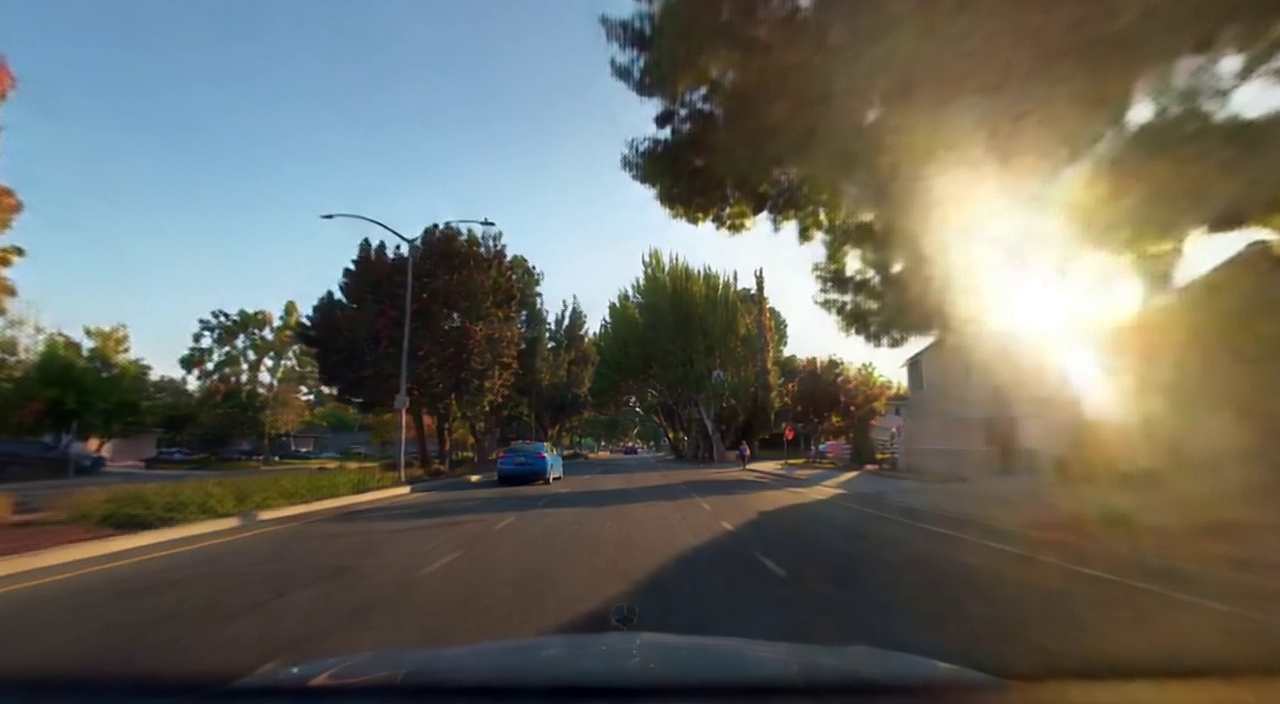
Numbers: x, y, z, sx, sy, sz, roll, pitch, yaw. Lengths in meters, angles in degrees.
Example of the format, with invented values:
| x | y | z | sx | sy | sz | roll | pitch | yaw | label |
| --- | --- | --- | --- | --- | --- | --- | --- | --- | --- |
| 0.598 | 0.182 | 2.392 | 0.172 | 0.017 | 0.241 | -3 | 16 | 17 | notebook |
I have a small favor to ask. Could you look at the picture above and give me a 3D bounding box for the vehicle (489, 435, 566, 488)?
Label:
| x | y | z | sx | sy | sz | roll | pitch | yaw | label |
| --- | --- | --- | --- | --- | --- | --- | --- | --- | --- |
| -4.021 | 3.979 | 23.312 | 1.993 | 1.733 | 4.262 | 0 | -8 | 1 | vehicle |
